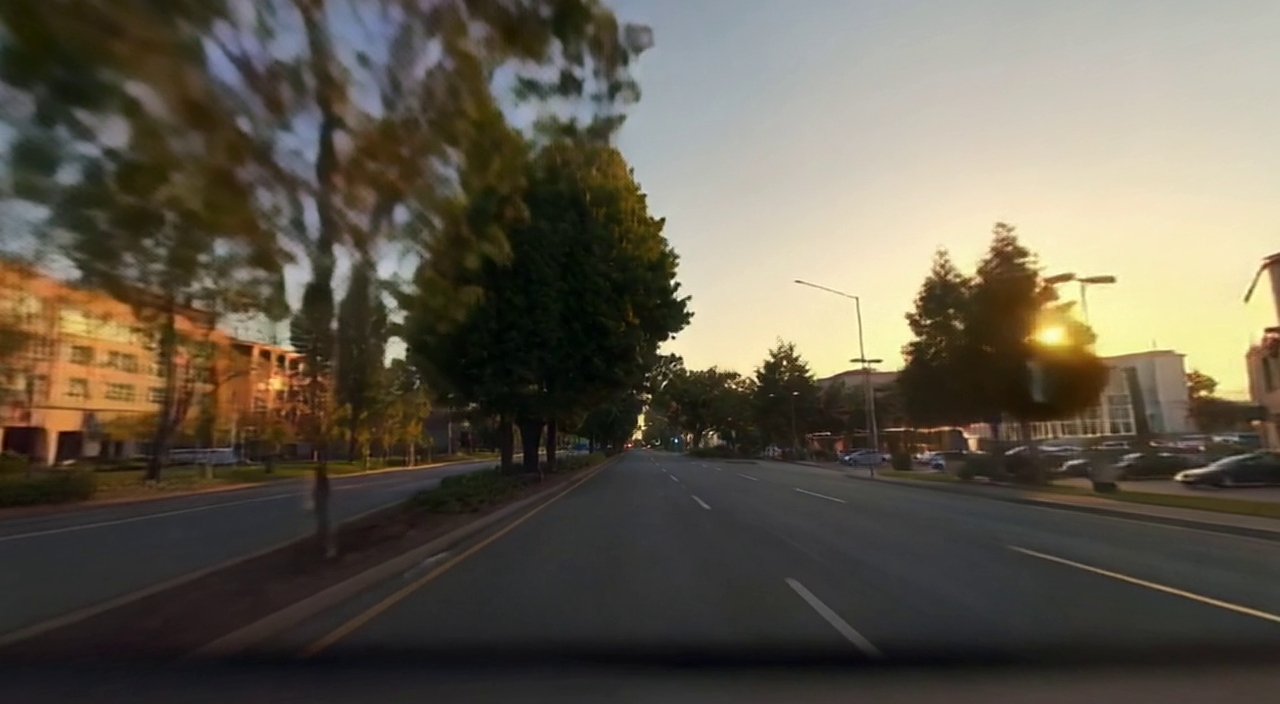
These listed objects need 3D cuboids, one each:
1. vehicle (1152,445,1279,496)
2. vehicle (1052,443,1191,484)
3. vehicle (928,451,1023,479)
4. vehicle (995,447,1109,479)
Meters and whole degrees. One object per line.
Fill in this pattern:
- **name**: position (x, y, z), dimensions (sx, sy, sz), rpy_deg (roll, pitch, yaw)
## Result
- **vehicle**: position (20.356, 3.962, 21.289), dimensions (4.407, 1.616, 1.929), rpy_deg (0, -9, 2)
- **vehicle**: position (20.027, 4.630, 26.427), dimensions (4.222, 1.610, 1.948), rpy_deg (0, -9, -2)
- **vehicle**: position (19.802, 6.721, 37.410), dimensions (4.403, 1.436, 1.918), rpy_deg (-2, -13, 1)
- **vehicle**: position (20.488, 5.529, 31.555), dimensions (4.267, 1.512, 1.966), rpy_deg (0, -9, 0)
